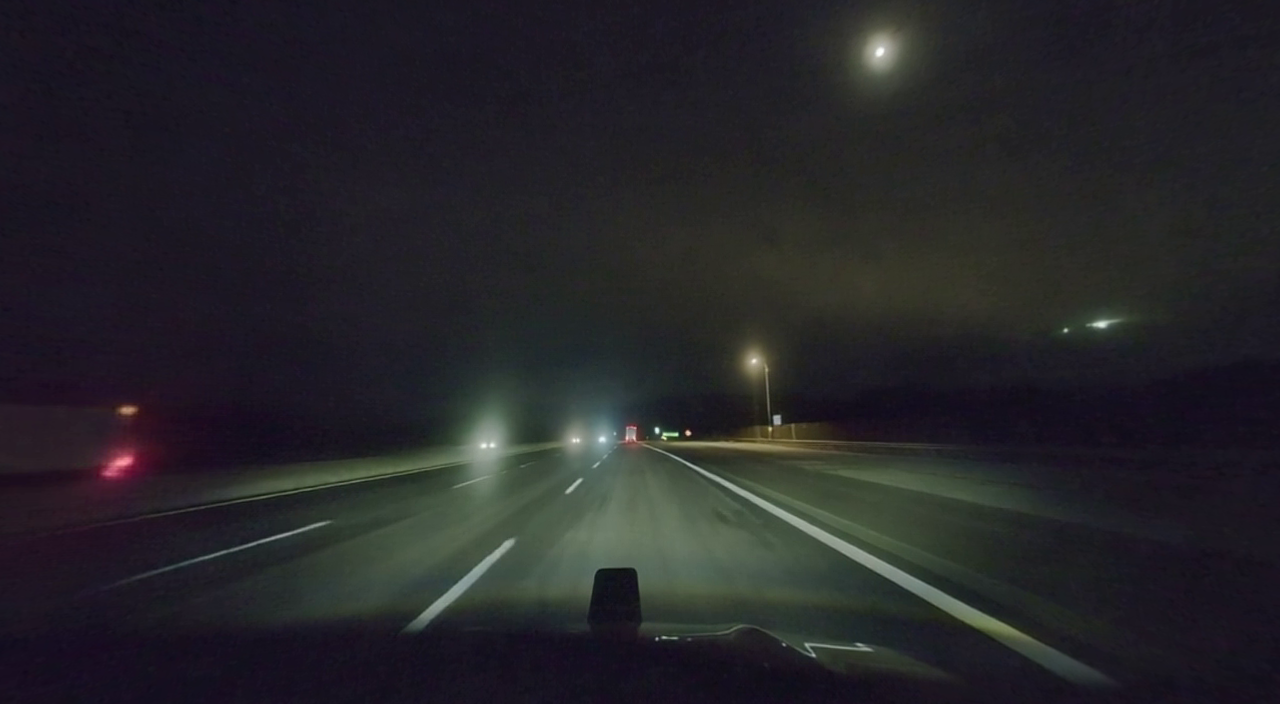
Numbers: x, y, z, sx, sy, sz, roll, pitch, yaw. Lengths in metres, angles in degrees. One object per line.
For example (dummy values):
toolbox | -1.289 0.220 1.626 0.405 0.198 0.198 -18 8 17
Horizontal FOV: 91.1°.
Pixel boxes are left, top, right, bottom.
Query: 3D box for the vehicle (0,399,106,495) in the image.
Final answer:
vehicle | -23.451 2.989 19.552 3.053 3.257 12.376 0 -8 -1
